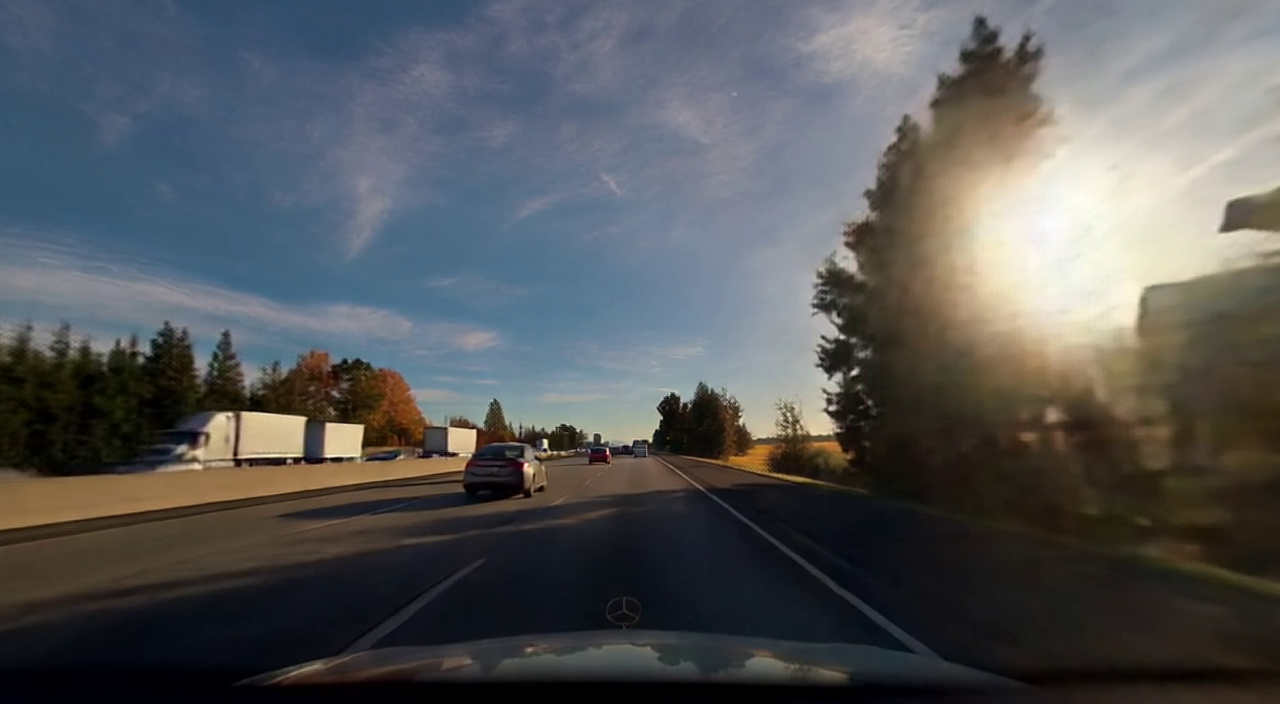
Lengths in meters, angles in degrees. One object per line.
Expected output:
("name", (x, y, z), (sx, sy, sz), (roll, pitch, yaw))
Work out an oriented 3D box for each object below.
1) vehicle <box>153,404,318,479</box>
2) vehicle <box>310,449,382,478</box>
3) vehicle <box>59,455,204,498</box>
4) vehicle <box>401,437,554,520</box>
("vehicle", (-23.415, 5.405, 37.561), (3.037, 3.822, 10.142), (0, -9, 0))
("vehicle", (-15.443, 5.839, 33.367), (1.836, 1.395, 4.120), (0, -9, 0))
("vehicle", (-19.302, 4.710, 24.275), (1.834, 1.420, 4.528), (0, -9, -1))
("vehicle", (-3.280, 2.658, 13.736), (2.110, 1.500, 4.259), (0, -9, 1))
